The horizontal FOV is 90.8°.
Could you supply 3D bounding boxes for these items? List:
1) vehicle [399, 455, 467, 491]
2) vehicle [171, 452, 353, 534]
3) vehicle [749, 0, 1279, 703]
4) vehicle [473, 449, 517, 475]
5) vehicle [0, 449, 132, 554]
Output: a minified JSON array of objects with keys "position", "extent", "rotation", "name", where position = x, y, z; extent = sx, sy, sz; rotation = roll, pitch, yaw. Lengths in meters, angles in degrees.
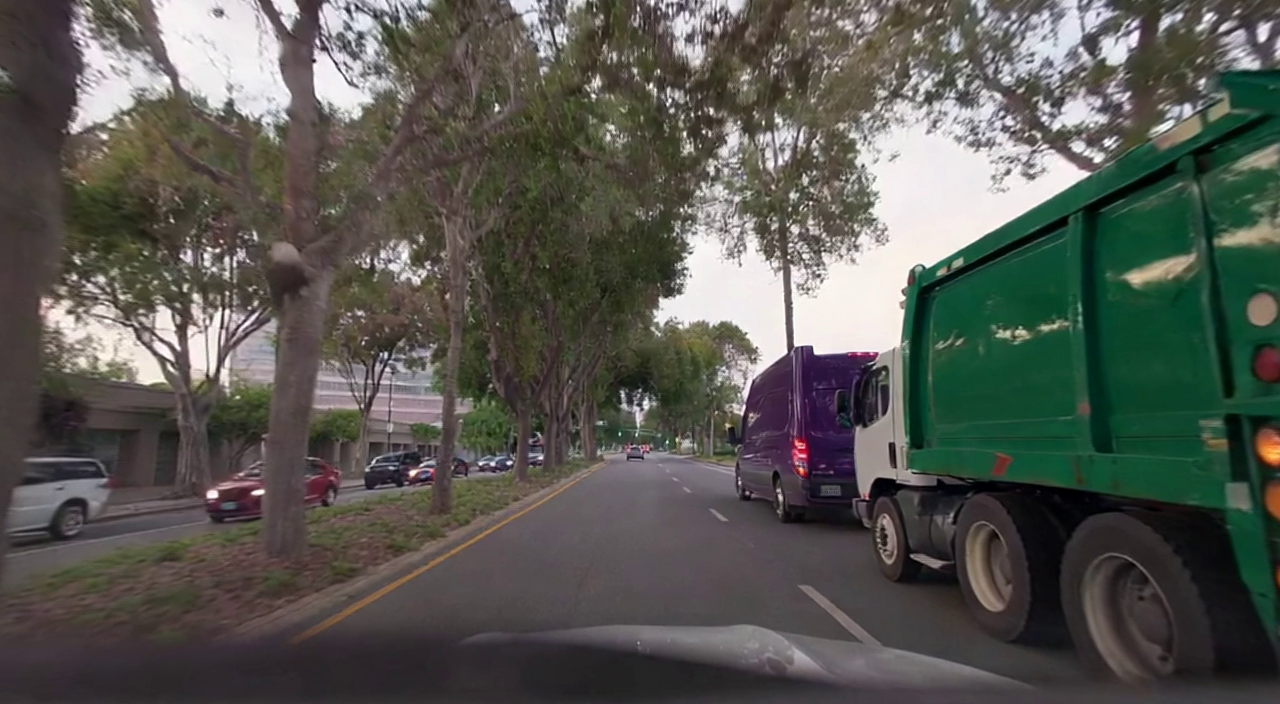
[{"position":[-9.825,5.749,30.317],"extent":[1.953,1.539,4.326],"rotation":[0,-9,-2],"name":"vehicle"},{"position":[-9.361,3.463,16.204],"extent":[1.959,1.749,4.488],"rotation":[0,-9,-2],"name":"vehicle"},{"position":[3.604,0.630,6.901],"extent":[2.731,3.407,10.262],"rotation":[0,-9,-1],"name":"vehicle"},{"position":[-10.339,7.864,45.406],"extent":[2.089,1.754,4.573],"rotation":[0,-9,-1],"name":"vehicle"},{"position":[-13.376,2.979,12.481],"extent":[2.281,1.982,5.537],"rotation":[-3,-8,-2],"name":"vehicle"}]
